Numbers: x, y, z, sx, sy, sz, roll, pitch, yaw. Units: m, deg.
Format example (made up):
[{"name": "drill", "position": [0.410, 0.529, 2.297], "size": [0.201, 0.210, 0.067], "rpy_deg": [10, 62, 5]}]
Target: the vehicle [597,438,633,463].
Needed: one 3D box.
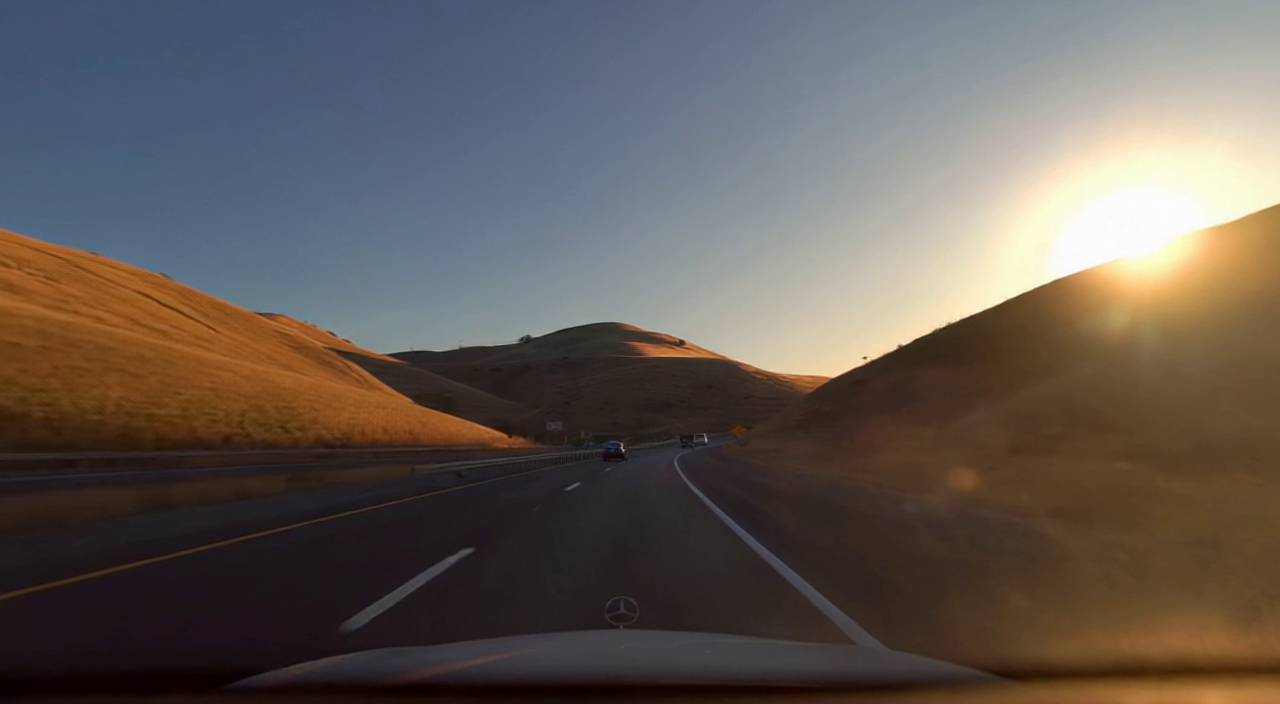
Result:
[{"name": "vehicle", "position": [-1.884, 7.564, 48.681], "size": [2.252, 1.743, 4.560], "rpy_deg": [-1, -8, 4]}]
